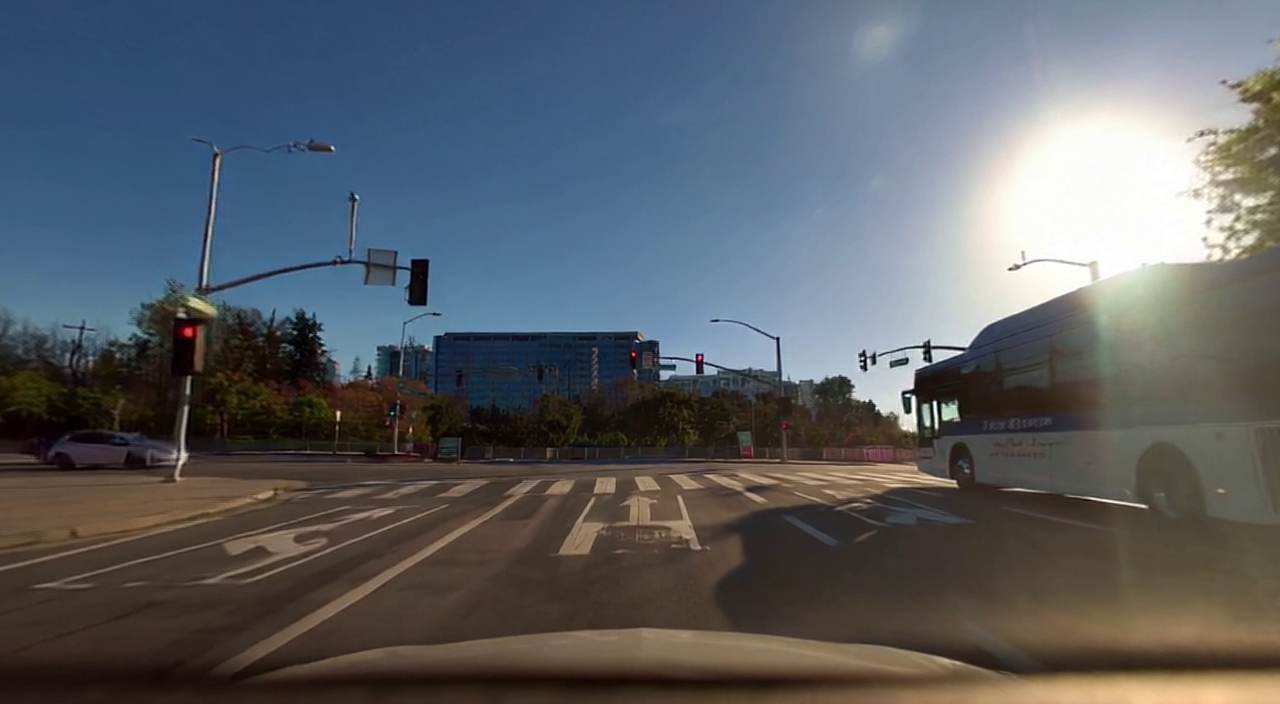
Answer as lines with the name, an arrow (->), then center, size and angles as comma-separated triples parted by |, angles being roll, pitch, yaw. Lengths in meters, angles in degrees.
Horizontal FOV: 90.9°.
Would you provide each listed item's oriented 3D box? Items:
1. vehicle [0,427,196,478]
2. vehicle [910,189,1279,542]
vehicle -> -19.381, 3.604, 22.773 | 5.014, 1.675, 1.906 | 3, -9, -19
vehicle -> 9.221, 0.905, 12.324 | 2.916, 4.009, 13.397 | -1, -8, 4
